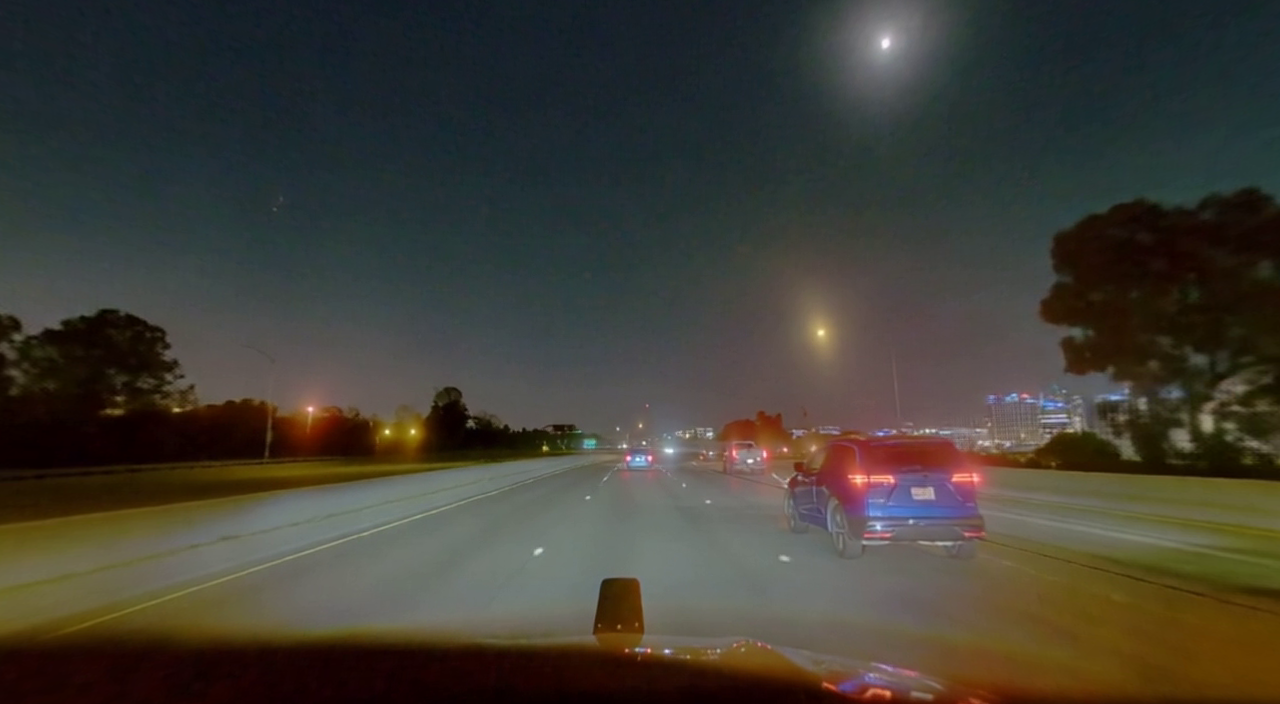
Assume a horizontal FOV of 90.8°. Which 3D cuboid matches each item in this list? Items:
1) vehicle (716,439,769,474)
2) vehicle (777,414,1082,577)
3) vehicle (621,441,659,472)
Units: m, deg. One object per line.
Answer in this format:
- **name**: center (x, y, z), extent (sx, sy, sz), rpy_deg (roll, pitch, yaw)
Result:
- **vehicle**: center (7.110, 7.305, 44.475), extent (2.526, 2.230, 6.190), rpy_deg (0, -8, -1)
- **vehicle**: center (3.466, 1.800, 8.749), extent (2.097, 1.659, 4.320), rpy_deg (0, -8, -1)
- **vehicle**: center (-0.026, 6.473, 39.309), extent (2.181, 1.768, 4.383), rpy_deg (0, -8, -1)
